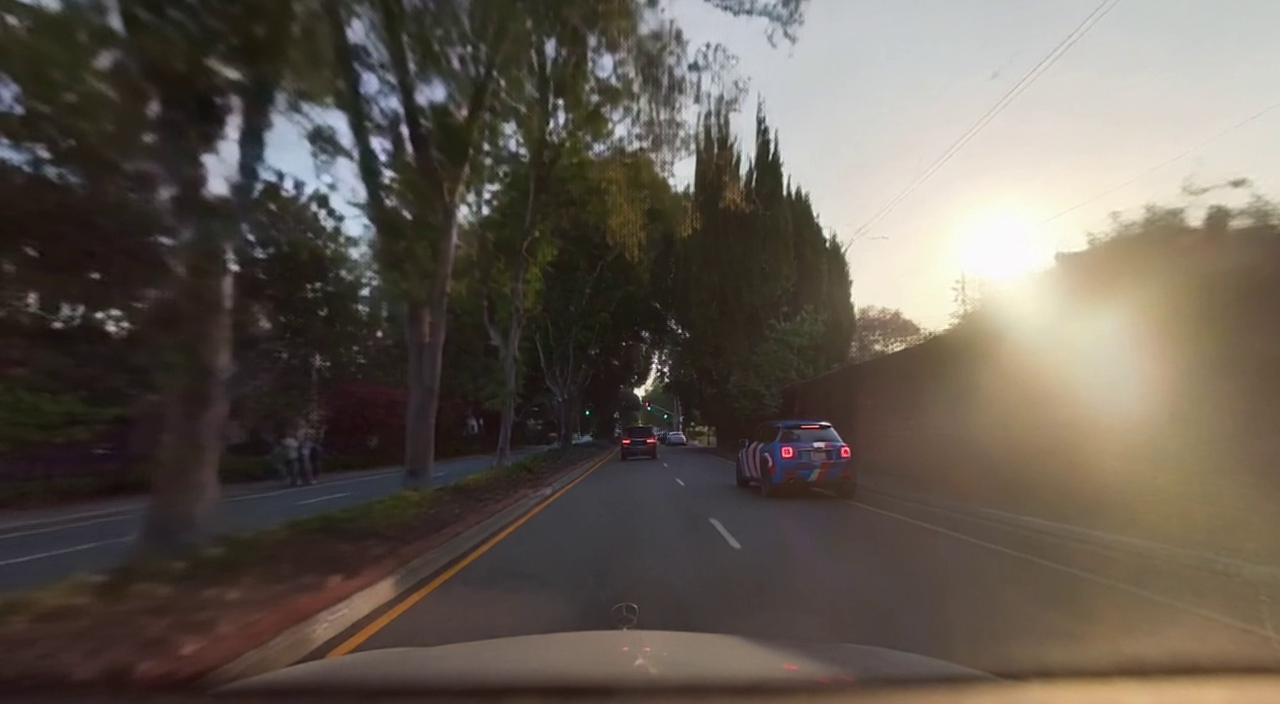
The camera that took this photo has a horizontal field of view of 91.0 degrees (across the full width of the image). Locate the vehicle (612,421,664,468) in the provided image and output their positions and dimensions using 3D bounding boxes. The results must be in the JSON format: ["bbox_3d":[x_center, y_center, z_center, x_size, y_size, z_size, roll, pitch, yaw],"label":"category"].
[{"bbox_3d":[-0.104,3.824,25.987,1.984,1.777,3.148,0,-8,-1],"label":"vehicle"}]

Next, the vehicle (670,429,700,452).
[{"bbox_3d":[3.189,6.417,45.560,1.863,1.610,3.726,0,-8,-1],"label":"vehicle"}]

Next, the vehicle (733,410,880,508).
[{"bbox_3d":[3.214,2.179,13.126,1.840,1.709,4.202,0,-8,-1],"label":"vehicle"}]
